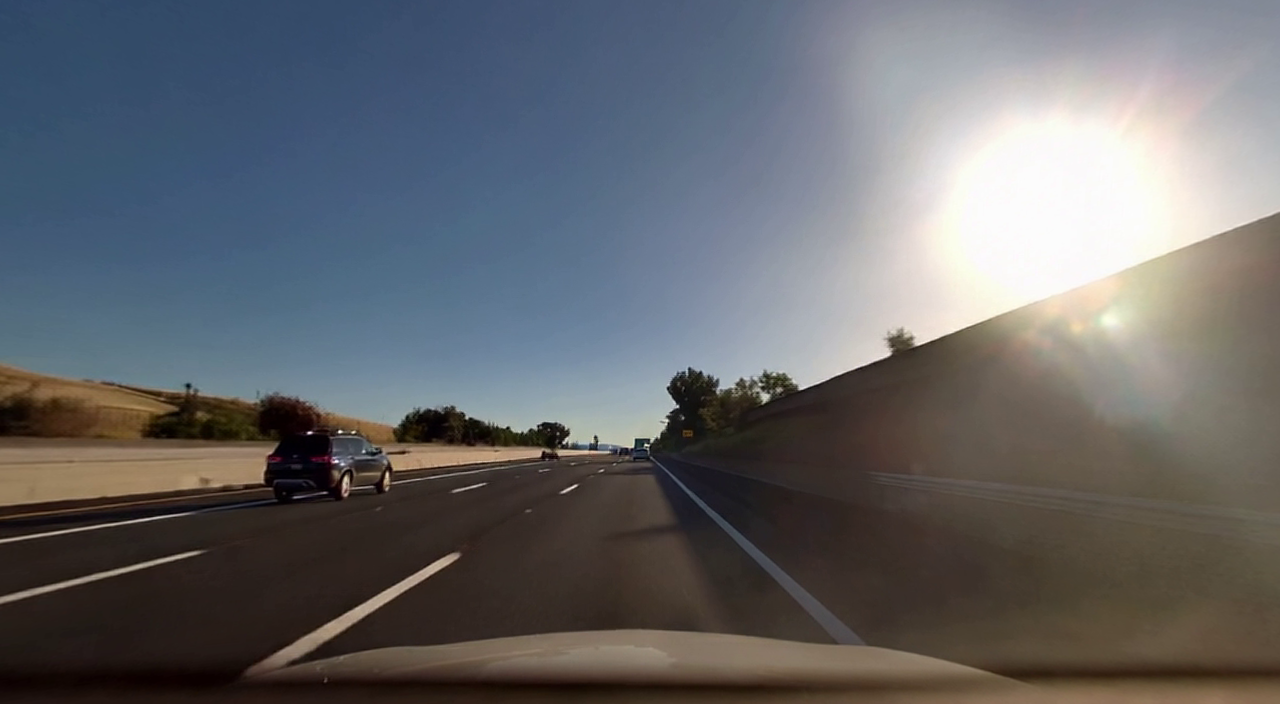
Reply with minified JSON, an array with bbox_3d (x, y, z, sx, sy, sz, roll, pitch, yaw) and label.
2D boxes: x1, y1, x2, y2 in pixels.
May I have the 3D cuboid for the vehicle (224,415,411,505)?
[{"bbox_3d":[-8.014,2.752,16.389,2.163,1.947,4.959,0,-9,1],"label":"vehicle"}]
